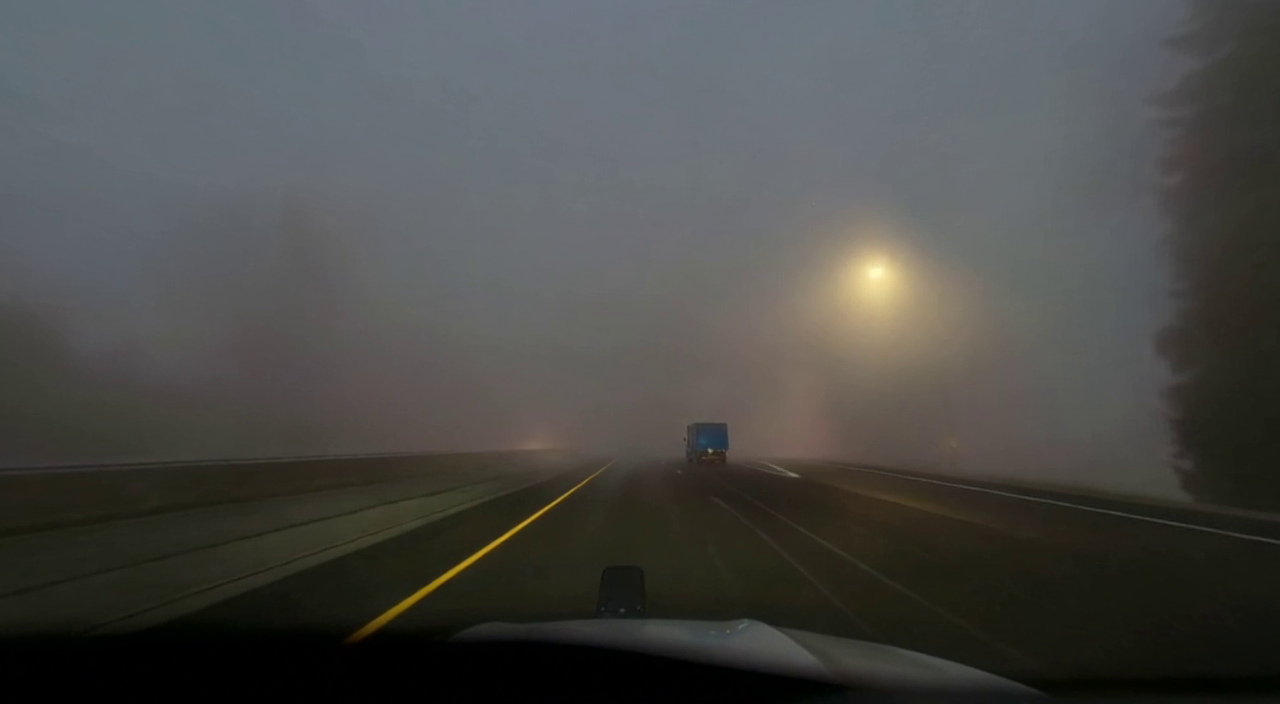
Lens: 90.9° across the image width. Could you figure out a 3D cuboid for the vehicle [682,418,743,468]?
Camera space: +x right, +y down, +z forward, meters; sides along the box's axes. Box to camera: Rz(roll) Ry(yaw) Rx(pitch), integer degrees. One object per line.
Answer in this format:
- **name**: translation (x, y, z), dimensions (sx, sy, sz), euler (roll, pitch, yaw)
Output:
- **vehicle**: translation (3.822, 5.016, 34.689), dimensions (2.430, 2.495, 6.062), euler (0, -8, -2)
